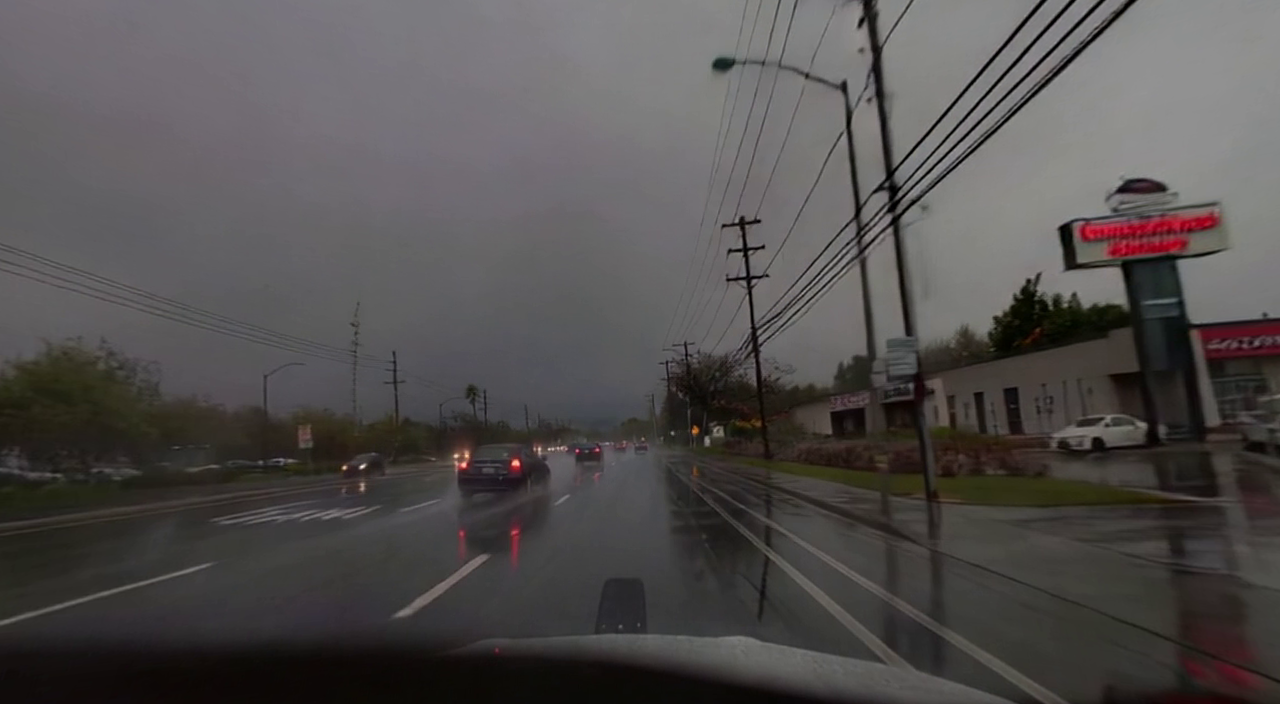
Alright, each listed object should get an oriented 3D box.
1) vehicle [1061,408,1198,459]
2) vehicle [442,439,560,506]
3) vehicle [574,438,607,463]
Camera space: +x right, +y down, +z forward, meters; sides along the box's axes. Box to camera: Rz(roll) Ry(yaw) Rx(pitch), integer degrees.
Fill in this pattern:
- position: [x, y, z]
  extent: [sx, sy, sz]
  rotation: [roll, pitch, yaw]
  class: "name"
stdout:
- position: [16.525, 2.805, 21.235]
  extent: [4.497, 1.548, 1.997]
  rotation: [5, -10, -30]
  class: "vehicle"
- position: [-3.412, 3.049, 16.373]
  extent: [1.942, 1.469, 4.426]
  rotation: [0, -9, 2]
  class: "vehicle"
- position: [-3.569, 7.259, 46.450]
  extent: [2.087, 1.736, 4.311]
  rotation: [0, -9, 0]
  class: "vehicle"
